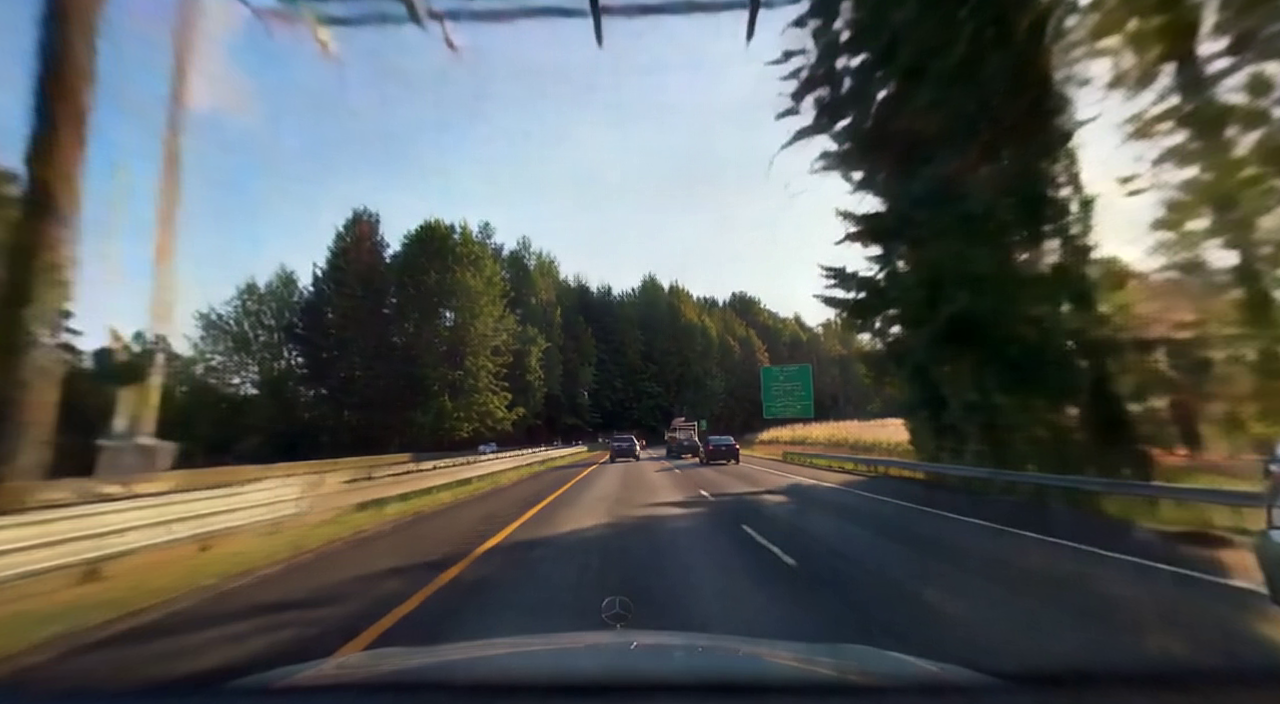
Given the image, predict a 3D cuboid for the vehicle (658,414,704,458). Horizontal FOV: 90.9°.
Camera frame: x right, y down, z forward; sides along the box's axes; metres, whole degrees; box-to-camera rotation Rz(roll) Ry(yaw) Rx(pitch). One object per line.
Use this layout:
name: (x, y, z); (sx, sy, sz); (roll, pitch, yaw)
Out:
vehicle: (2.944, 6.319, 47.479); (2.728, 3.053, 7.708); (0, -8, -1)

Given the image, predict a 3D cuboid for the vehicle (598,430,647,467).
vehicle: (-0.837, 4.673, 30.819); (2.206, 1.681, 4.111); (0, -8, -1)

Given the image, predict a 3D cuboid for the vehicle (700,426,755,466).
vehicle: (4.375, 4.758, 32.169); (2.073, 1.905, 4.023); (0, -8, -2)
